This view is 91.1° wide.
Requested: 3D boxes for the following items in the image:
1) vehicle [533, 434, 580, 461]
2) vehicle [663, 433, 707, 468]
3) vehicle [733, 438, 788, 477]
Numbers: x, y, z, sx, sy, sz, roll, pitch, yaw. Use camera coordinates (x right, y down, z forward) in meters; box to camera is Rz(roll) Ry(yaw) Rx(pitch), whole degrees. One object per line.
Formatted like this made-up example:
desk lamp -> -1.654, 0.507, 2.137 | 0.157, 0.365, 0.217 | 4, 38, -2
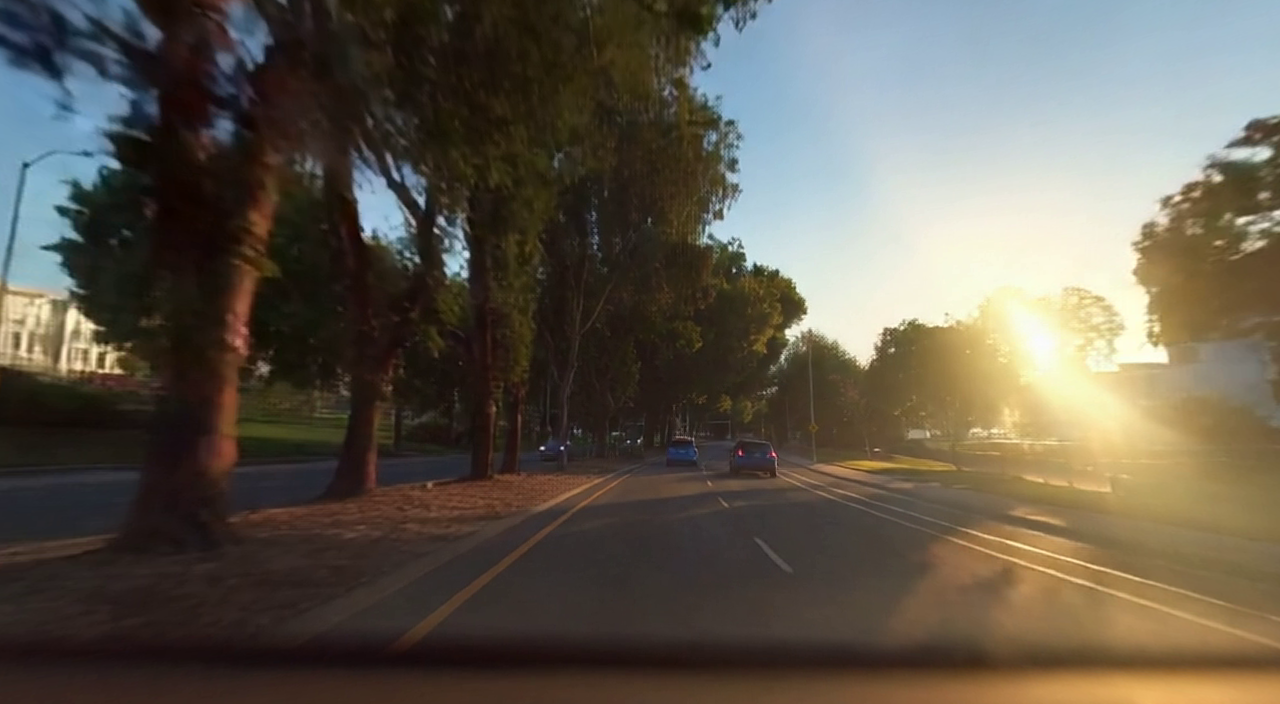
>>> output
vehicle -> -5.540, 6.423, 42.217 | 1.981, 1.652, 4.609 | -1, -9, 7
vehicle -> 2.602, 5.530, 35.390 | 2.251, 1.822, 4.391 | -1, -9, 7
vehicle -> 5.481, 4.839, 29.059 | 1.971, 1.663, 4.287 | -1, -9, 5
